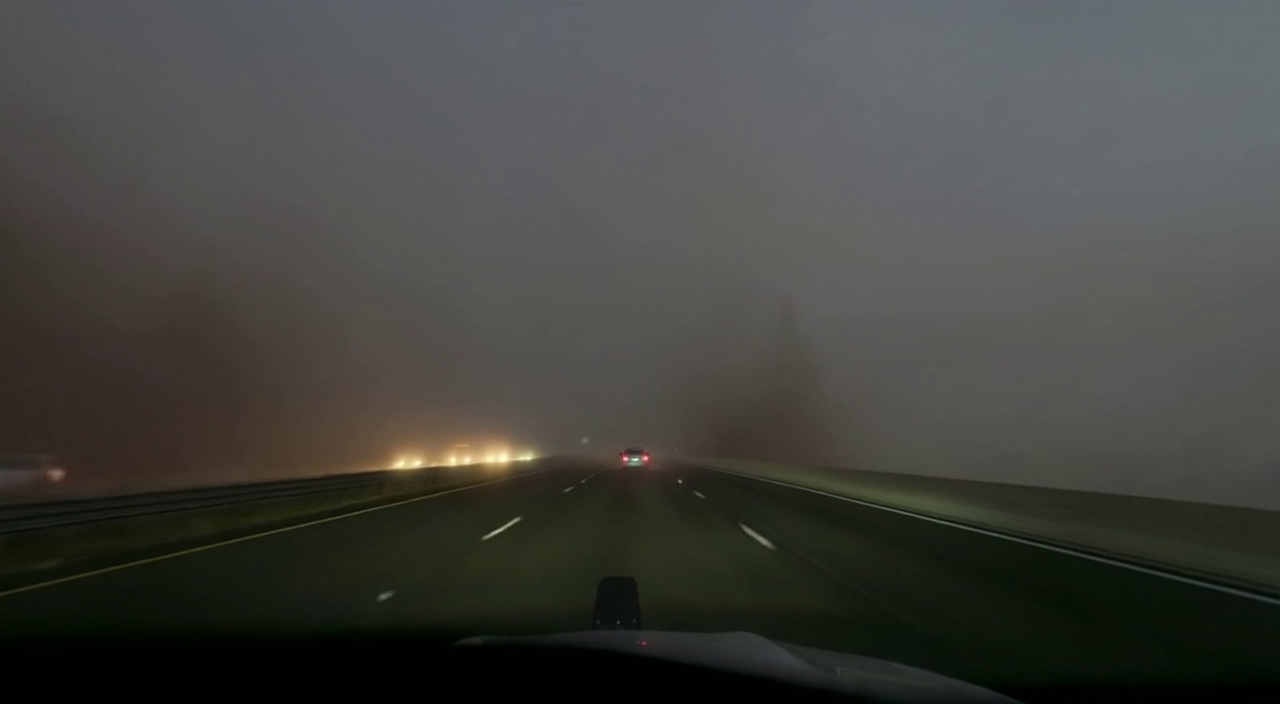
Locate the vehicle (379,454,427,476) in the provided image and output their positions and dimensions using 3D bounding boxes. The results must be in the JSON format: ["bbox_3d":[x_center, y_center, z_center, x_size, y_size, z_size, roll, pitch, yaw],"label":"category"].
[{"bbox_3d":[-17.014,8.109,45.146,1.800,1.480,4.096,0,-9,0],"label":"vehicle"}]

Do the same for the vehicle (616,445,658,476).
[{"bbox_3d":[-0.173,5.778,33.558,2.095,1.537,4.017,0,-9,-1],"label":"vehicle"}]
